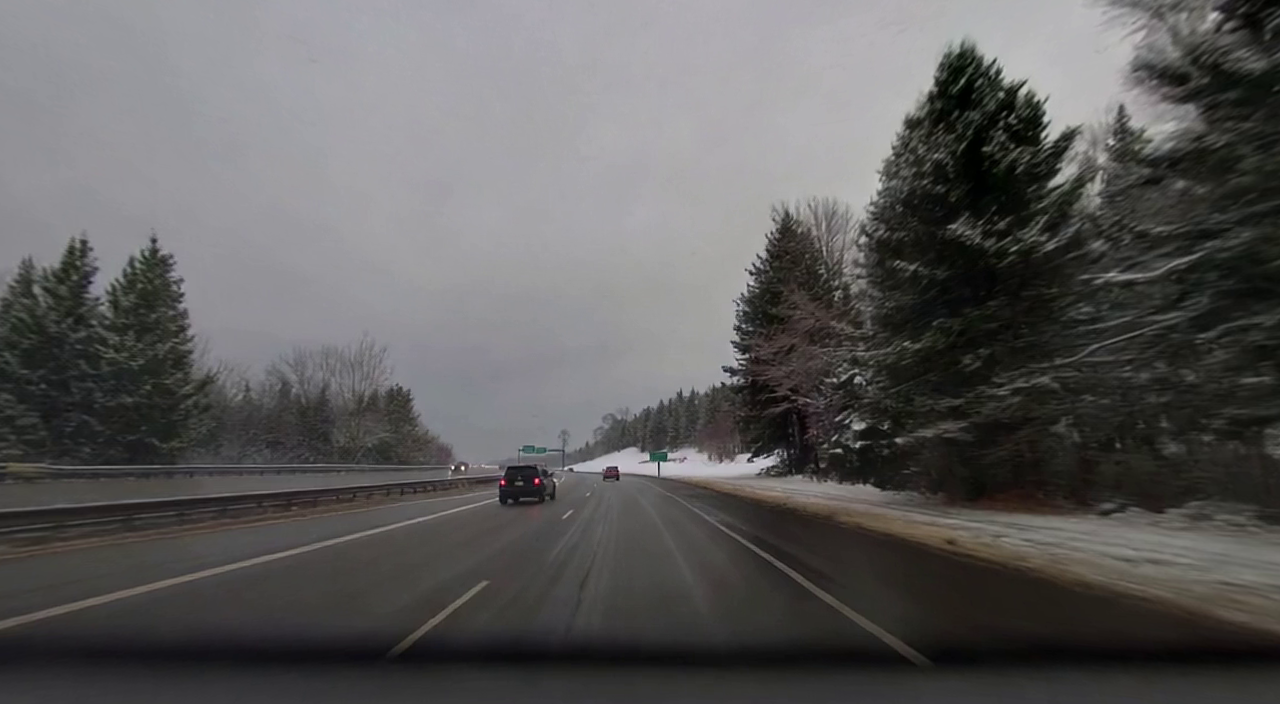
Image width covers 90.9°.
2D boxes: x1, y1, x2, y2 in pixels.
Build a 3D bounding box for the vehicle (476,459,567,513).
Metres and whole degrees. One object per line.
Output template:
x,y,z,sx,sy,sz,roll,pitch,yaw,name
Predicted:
-3.774,4.410,21.007,2.115,1.546,4.638,1,-10,0,vehicle
